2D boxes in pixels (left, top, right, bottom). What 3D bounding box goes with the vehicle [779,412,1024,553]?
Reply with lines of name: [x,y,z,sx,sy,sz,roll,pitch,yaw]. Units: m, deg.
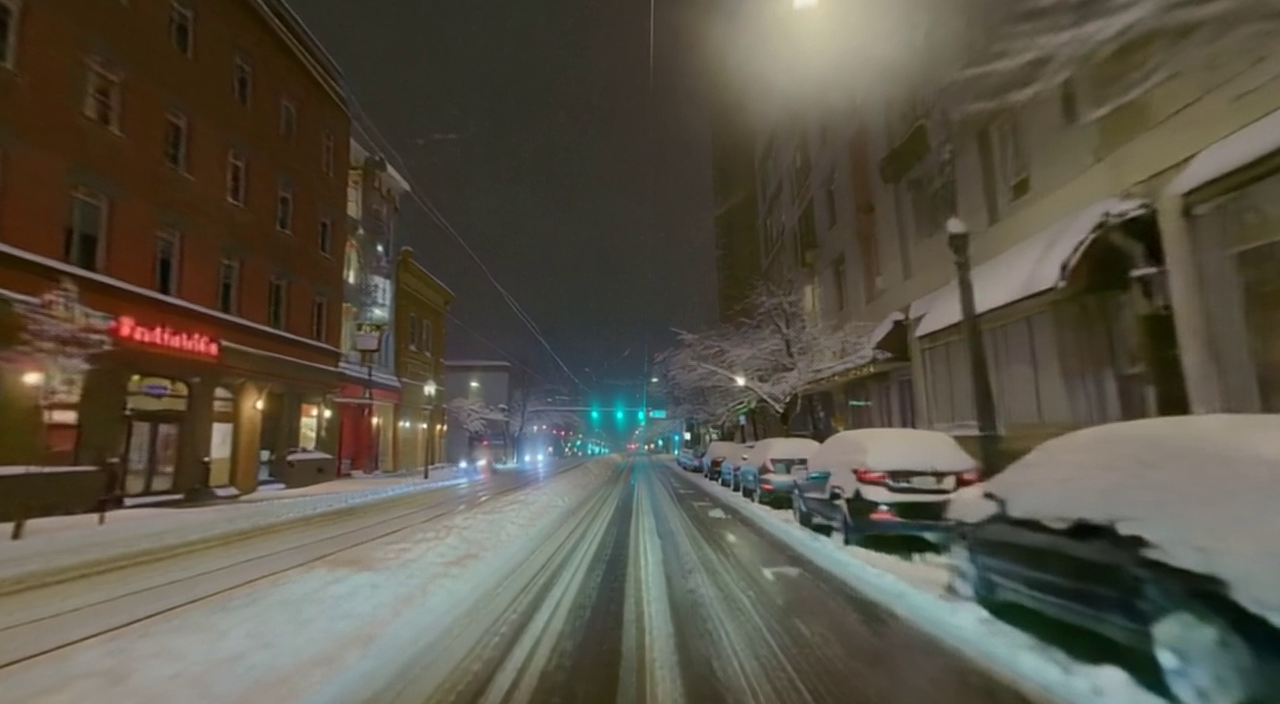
vehicle: [3.652,1.902,9.843,1.941,1.671,4.264,-1,-9,0]

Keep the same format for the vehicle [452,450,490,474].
vehicle: [-11.005,7.145,41.217,1.877,1.430,3.712,1,-8,-7]

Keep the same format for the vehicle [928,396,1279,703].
vehicle: [3.687,1.172,4.195,1.778,1.534,3.484,0,-8,-2]
